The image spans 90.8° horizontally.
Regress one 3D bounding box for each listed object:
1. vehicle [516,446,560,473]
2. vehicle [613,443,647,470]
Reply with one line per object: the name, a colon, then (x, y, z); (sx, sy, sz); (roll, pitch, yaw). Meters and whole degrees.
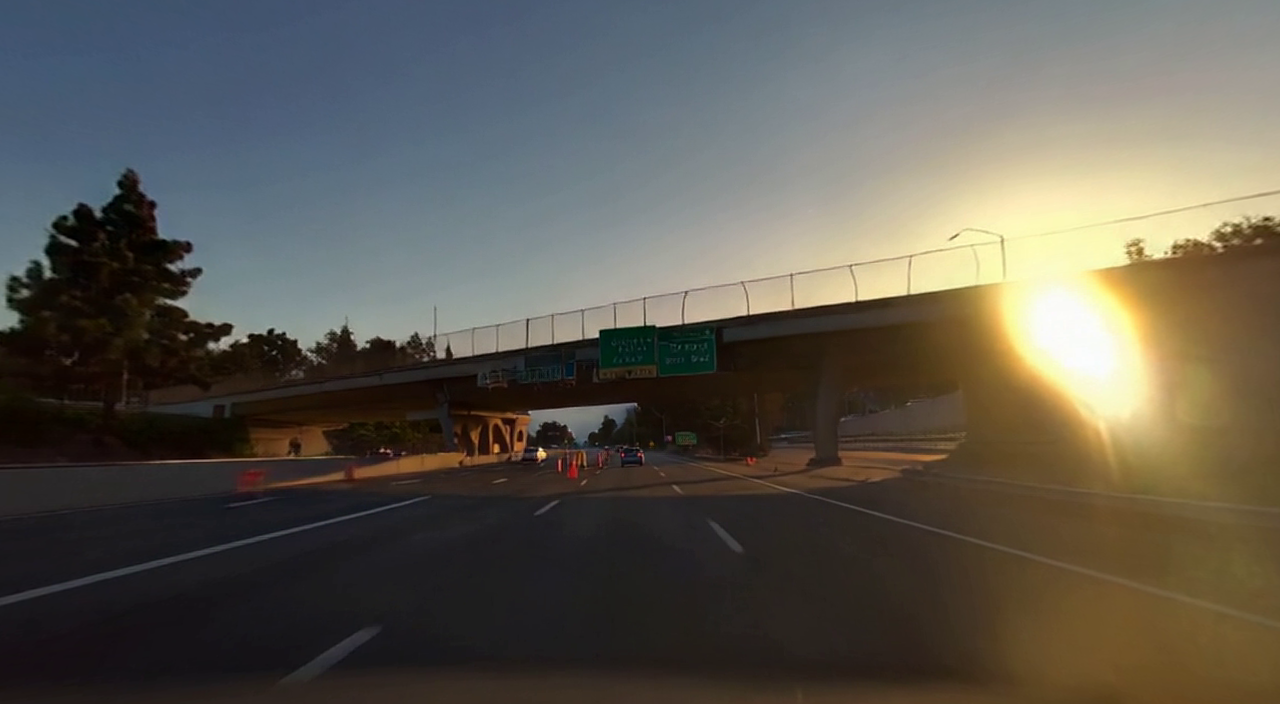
vehicle: (-6.140, 6.516, 38.582); (1.997, 1.507, 4.248); (0, -9, -1)
vehicle: (-0.622, 6.707, 40.686); (2.109, 1.638, 3.856); (0, -9, -1)
